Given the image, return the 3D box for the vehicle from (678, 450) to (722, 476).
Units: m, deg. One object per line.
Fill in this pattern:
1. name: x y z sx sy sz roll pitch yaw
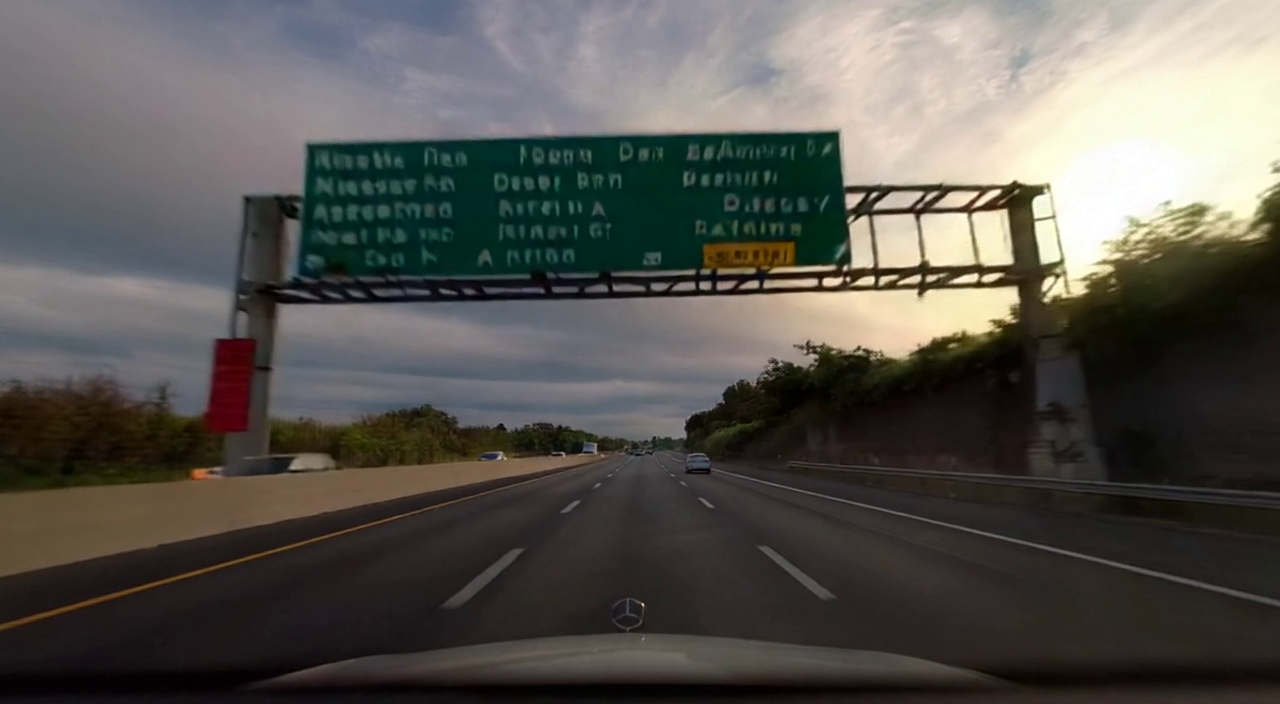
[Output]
1. vehicle: 3.437 6.463 36.867 2.065 1.400 4.028 0 -9 -2

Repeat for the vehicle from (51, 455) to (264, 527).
1. vehicle: -11.401 3.263 15.361 1.851 1.448 4.205 0 -9 0
